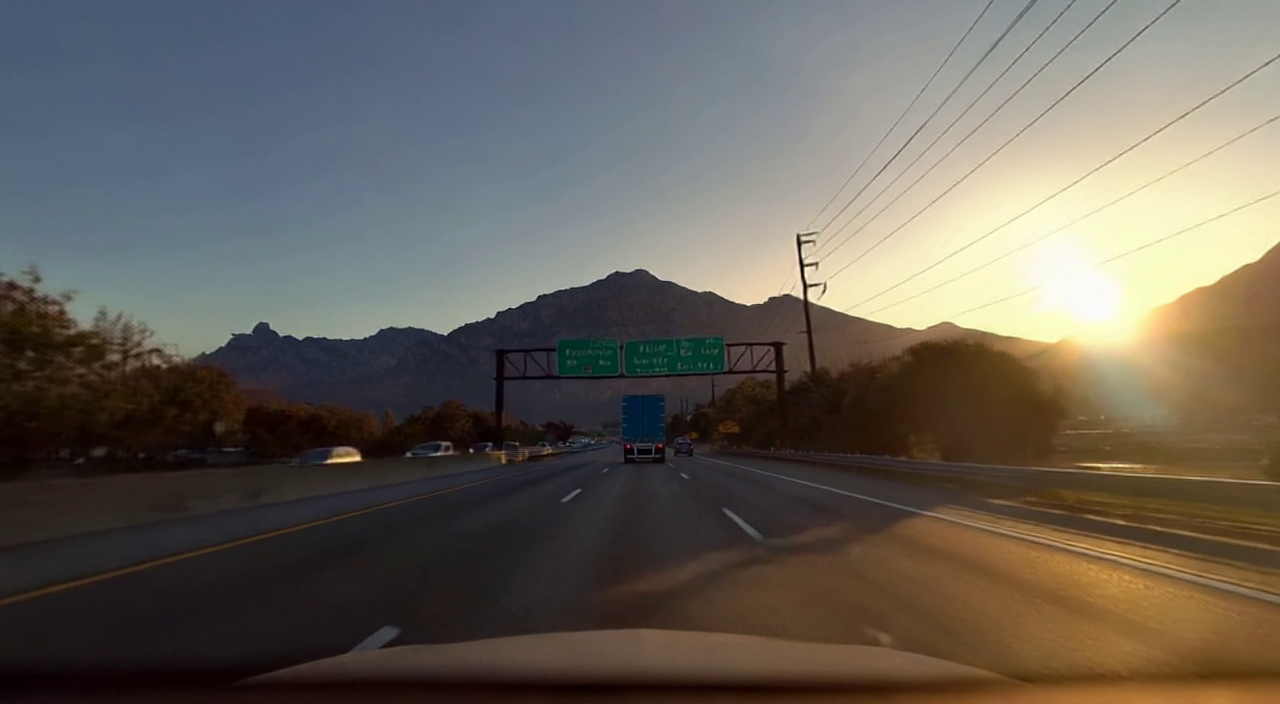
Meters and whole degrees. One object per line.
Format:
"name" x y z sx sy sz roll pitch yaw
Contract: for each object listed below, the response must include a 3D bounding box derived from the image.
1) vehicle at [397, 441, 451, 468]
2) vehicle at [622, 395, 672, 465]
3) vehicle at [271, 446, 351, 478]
"vehicle" -15.811 7.510 46.414 2.107 1.872 5.115 0 -8 1
"vehicle" 0.332 5.404 42.765 2.919 4.101 11.541 0 -8 -1
"vehicle" -19.699 6.547 37.971 2.178 1.774 4.795 0 -8 0
